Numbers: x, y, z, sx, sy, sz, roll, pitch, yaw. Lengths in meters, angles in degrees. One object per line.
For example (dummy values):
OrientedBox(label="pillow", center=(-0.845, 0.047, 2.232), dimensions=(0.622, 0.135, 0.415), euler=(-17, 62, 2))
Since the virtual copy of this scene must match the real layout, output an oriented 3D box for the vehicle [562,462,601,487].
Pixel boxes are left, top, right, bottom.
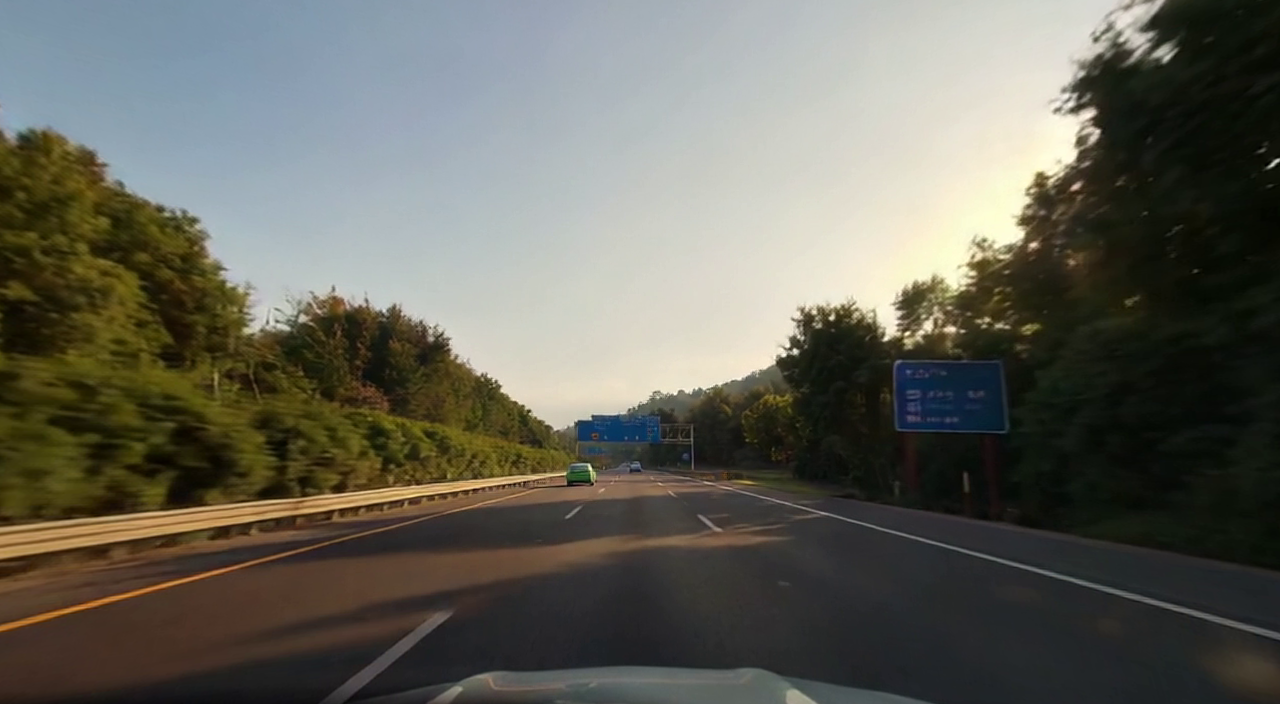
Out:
OrientedBox(label="vehicle", center=(-3.821, 8.067, 41.689), dimensions=(2.143, 1.516, 4.552), euler=(1, -10, 0))
